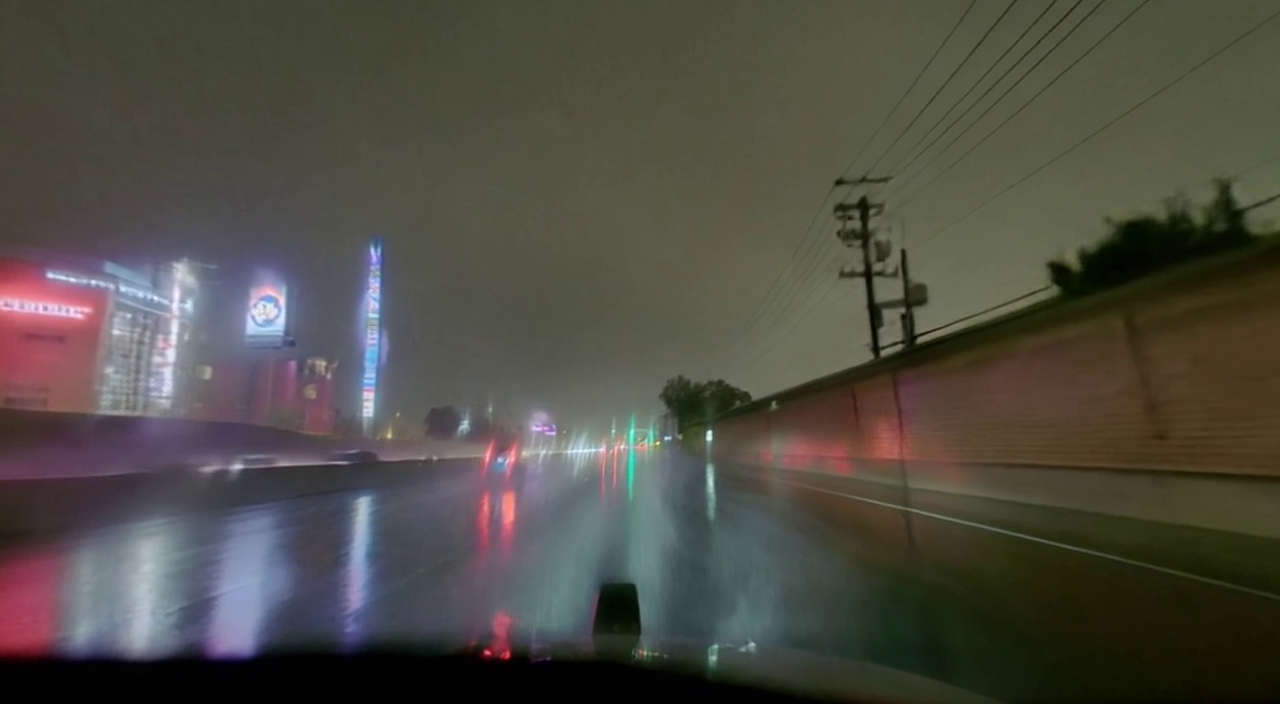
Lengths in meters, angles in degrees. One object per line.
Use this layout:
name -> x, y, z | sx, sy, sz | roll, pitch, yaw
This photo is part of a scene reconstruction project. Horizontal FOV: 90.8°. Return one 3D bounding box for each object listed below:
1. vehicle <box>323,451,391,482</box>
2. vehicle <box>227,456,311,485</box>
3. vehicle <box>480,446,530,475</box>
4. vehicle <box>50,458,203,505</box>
vehicle -> -14.907, 6.023, 33.464 | 1.759, 1.469, 3.876 | 0, -9, 0
vehicle -> -22.074, 7.022, 37.850 | 1.954, 1.514, 4.983 | 0, -9, 0
vehicle -> -7.756, 6.253, 36.588 | 2.013, 1.574, 3.923 | 0, -9, 0
vehicle -> -18.778, 4.710, 23.438 | 1.905, 1.462, 4.471 | 0, -9, 0
